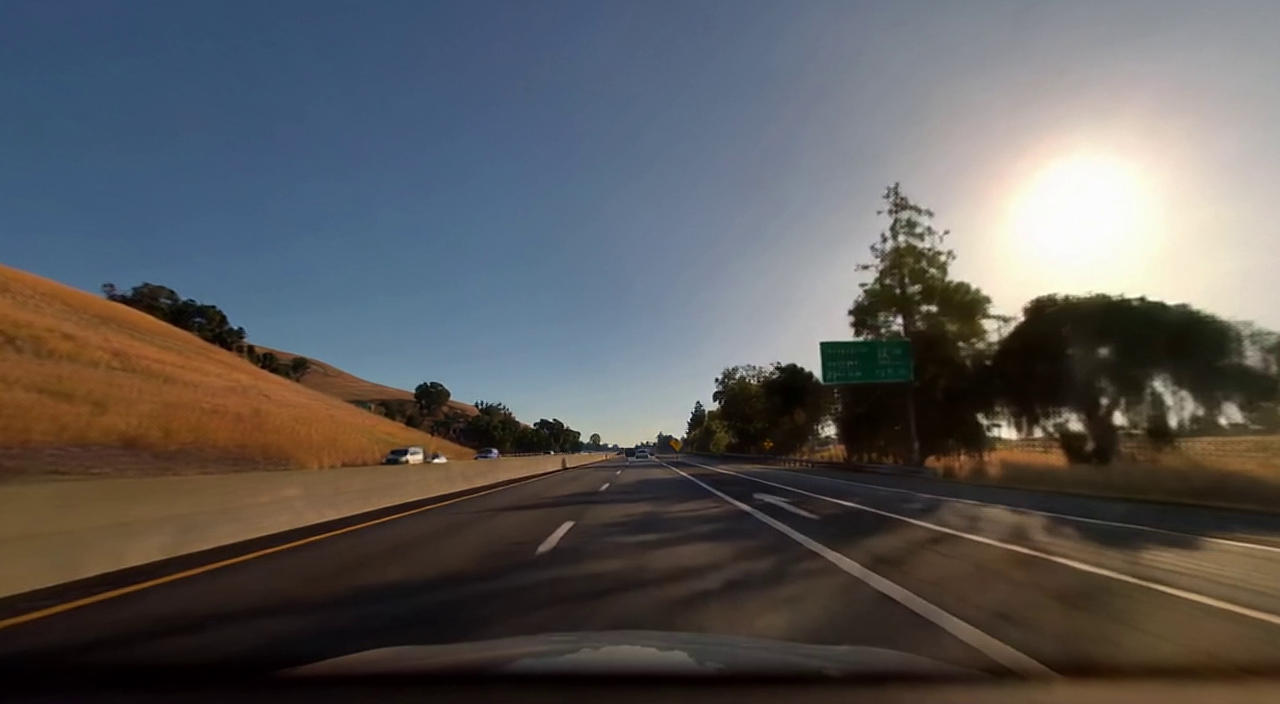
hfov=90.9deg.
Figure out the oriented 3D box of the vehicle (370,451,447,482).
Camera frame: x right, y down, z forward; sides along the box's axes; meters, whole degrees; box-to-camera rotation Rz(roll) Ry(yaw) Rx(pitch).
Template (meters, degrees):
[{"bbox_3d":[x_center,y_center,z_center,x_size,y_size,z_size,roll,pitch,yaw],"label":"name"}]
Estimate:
[{"bbox_3d":[-11.528,5.707,31.700,2.209,1.454,4.441,0,-9,0],"label":"vehicle"}]
